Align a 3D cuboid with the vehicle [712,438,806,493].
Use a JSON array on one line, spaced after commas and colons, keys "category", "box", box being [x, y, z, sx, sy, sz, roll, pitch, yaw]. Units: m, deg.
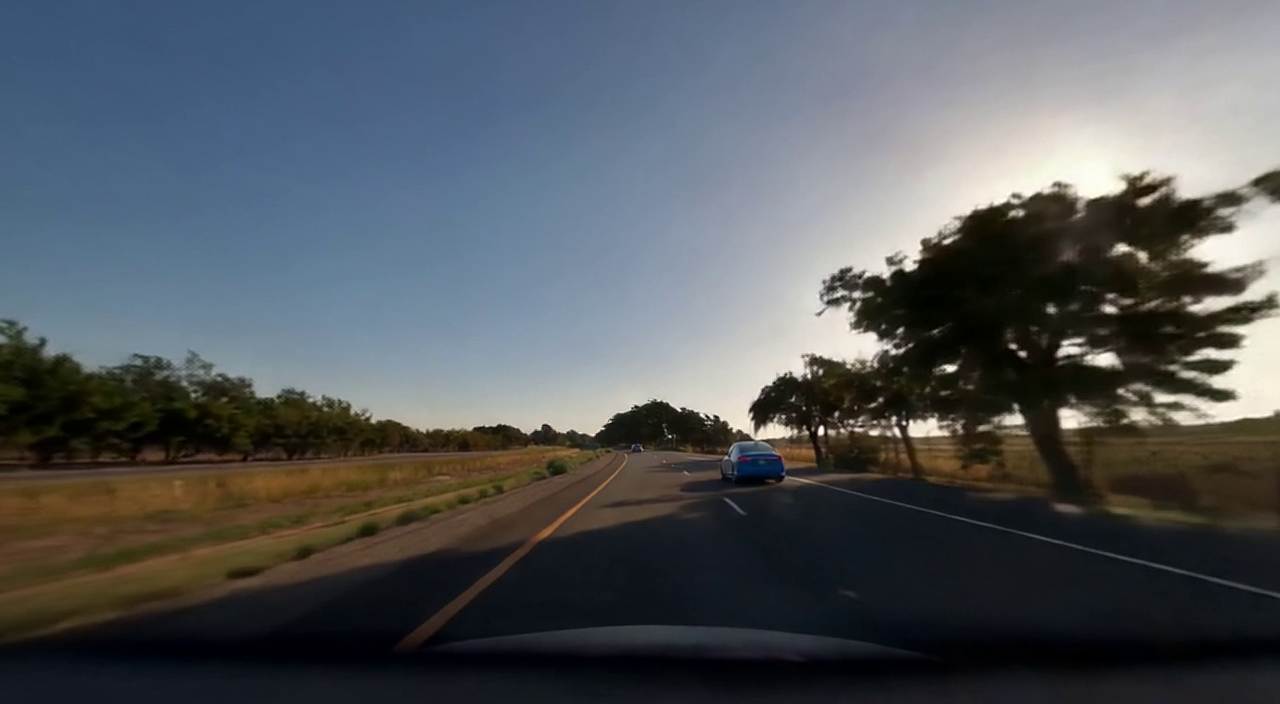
[{"category": "vehicle", "box": [3.464, 3.414, 19.318, 2.003, 1.466, 4.441, 0, -8, 0]}]
